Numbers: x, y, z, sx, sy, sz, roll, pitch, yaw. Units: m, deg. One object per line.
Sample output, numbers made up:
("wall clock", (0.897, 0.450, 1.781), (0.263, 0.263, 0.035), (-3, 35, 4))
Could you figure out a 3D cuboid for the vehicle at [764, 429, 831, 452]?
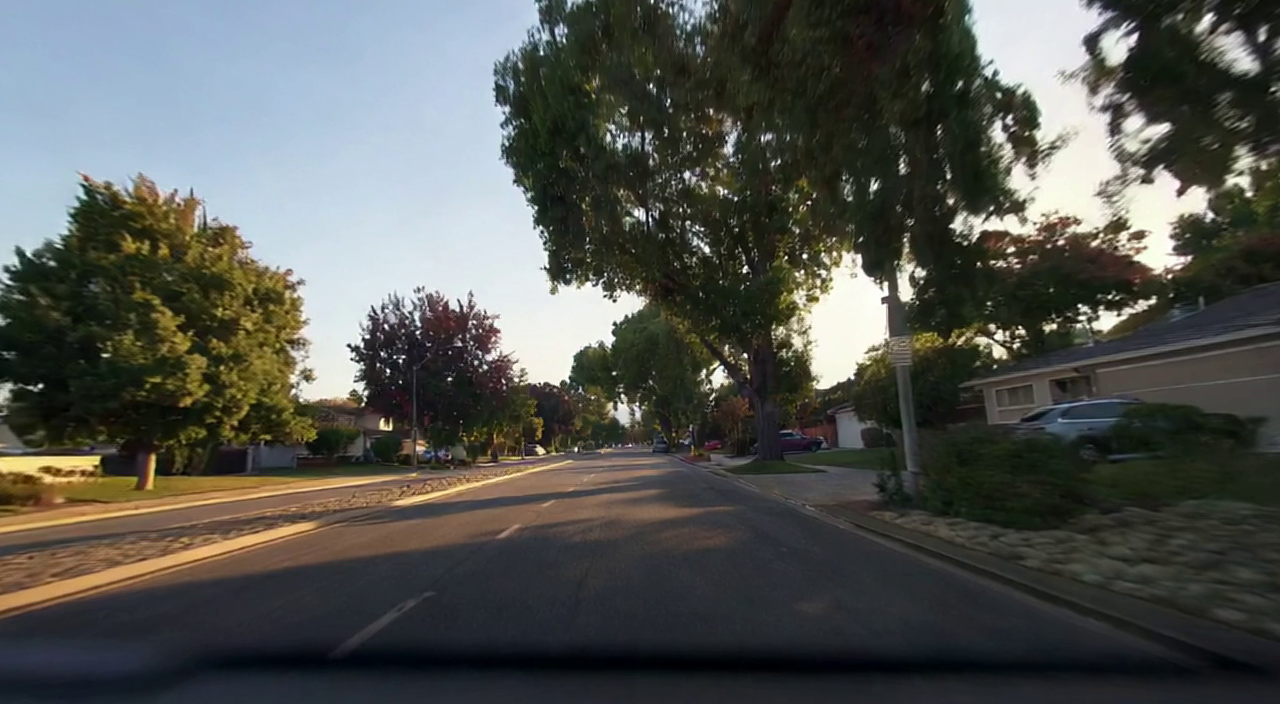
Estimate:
("vehicle", (11.817, 6.688, 47.549), (4.545, 1.680, 2.001), (-1, -8, 4))
